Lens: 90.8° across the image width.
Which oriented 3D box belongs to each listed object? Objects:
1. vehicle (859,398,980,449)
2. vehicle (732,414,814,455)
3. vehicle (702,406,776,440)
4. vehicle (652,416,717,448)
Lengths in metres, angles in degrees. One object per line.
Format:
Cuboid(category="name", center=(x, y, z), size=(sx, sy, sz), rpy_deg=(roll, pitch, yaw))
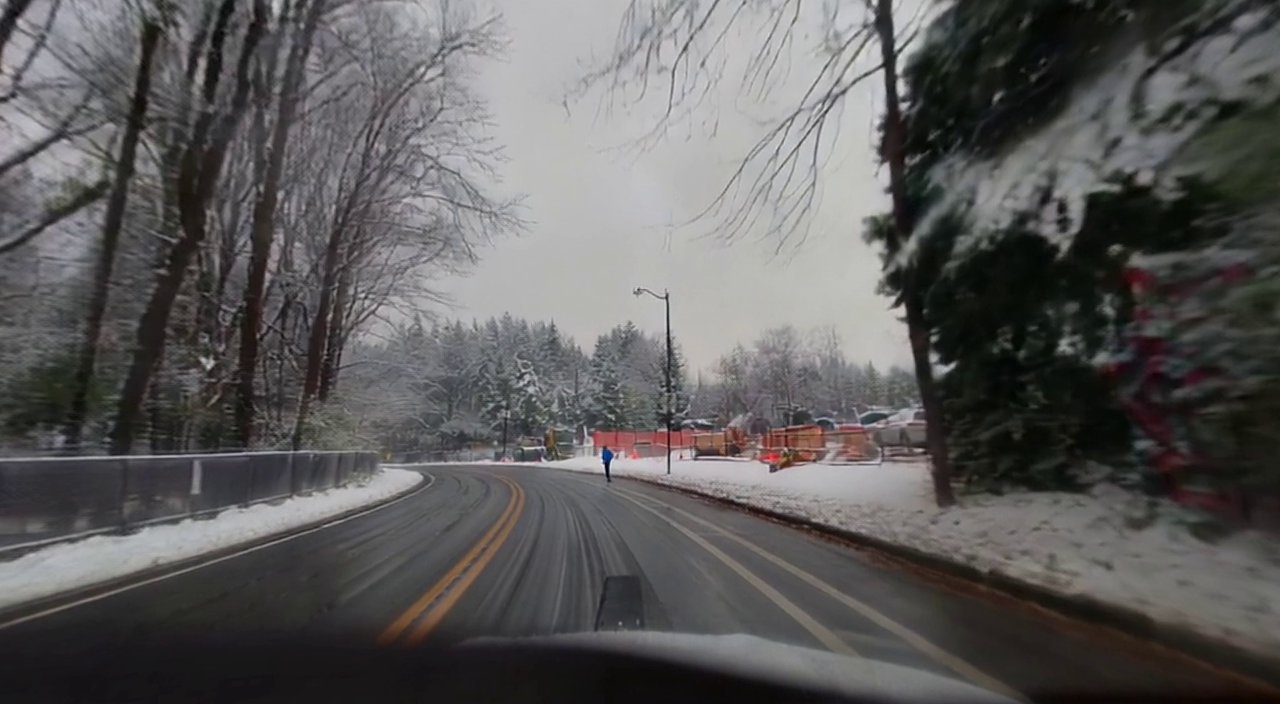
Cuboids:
Cuboid(category="vehicle", center=(8.635, 2.302, 19.853), size=(1.635, 1.445, 3.563), rpy_deg=(1, -9, -11))
Cuboid(category="vehicle", center=(6.406, 4.022, 30.598), size=(3.451, 1.504, 1.652), rpy_deg=(7, -12, -8))
Cuboid(category="vehicle", center=(5.958, 4.314, 38.223), size=(3.916, 1.765, 1.785), rpy_deg=(-2, -8, -17))
Cuboid(category="vehicle", center=(3.226, 5.743, 45.278), size=(4.180, 1.880, 2.028), rpy_deg=(11, -11, -32))
